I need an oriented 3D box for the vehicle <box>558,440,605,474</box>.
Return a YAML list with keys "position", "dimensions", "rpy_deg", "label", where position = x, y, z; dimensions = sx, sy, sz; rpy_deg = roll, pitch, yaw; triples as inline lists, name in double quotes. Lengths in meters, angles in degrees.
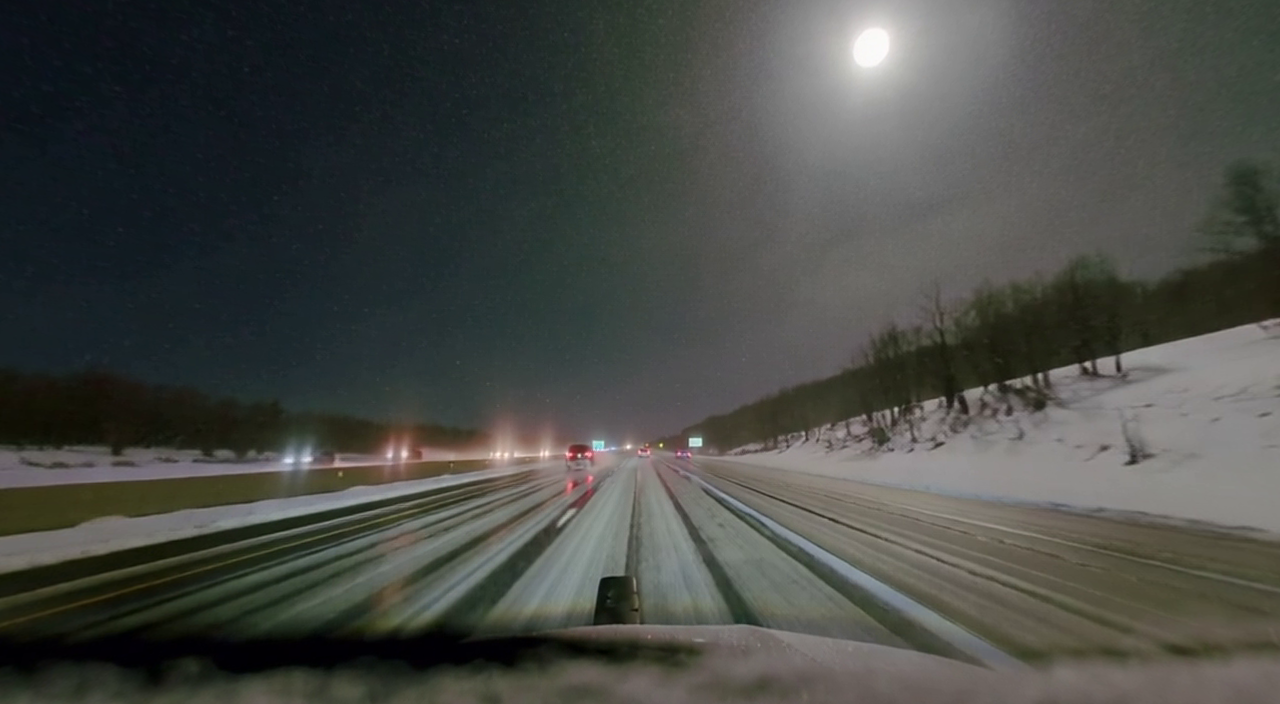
- position: [-3.056, 5.625, 33.894]
  dimensions: [2.070, 1.707, 4.309]
  rpy_deg: [0, -9, 1]
  label: "vehicle"
